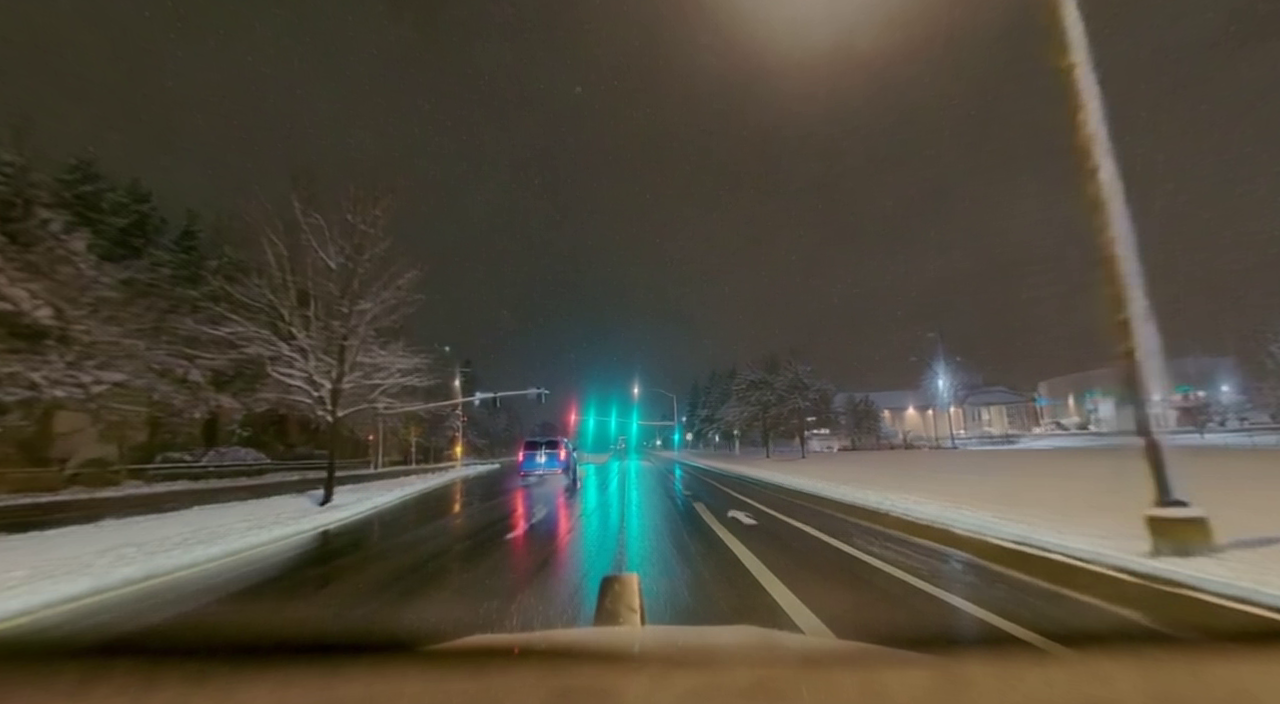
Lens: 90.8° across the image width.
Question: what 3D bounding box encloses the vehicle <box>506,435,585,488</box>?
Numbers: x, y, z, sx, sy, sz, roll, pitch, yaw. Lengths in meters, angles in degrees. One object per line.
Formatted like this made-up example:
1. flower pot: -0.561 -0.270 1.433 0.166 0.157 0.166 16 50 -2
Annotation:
1. vehicle: -3.296 3.927 22.934 2.121 1.724 4.392 0 -9 1
